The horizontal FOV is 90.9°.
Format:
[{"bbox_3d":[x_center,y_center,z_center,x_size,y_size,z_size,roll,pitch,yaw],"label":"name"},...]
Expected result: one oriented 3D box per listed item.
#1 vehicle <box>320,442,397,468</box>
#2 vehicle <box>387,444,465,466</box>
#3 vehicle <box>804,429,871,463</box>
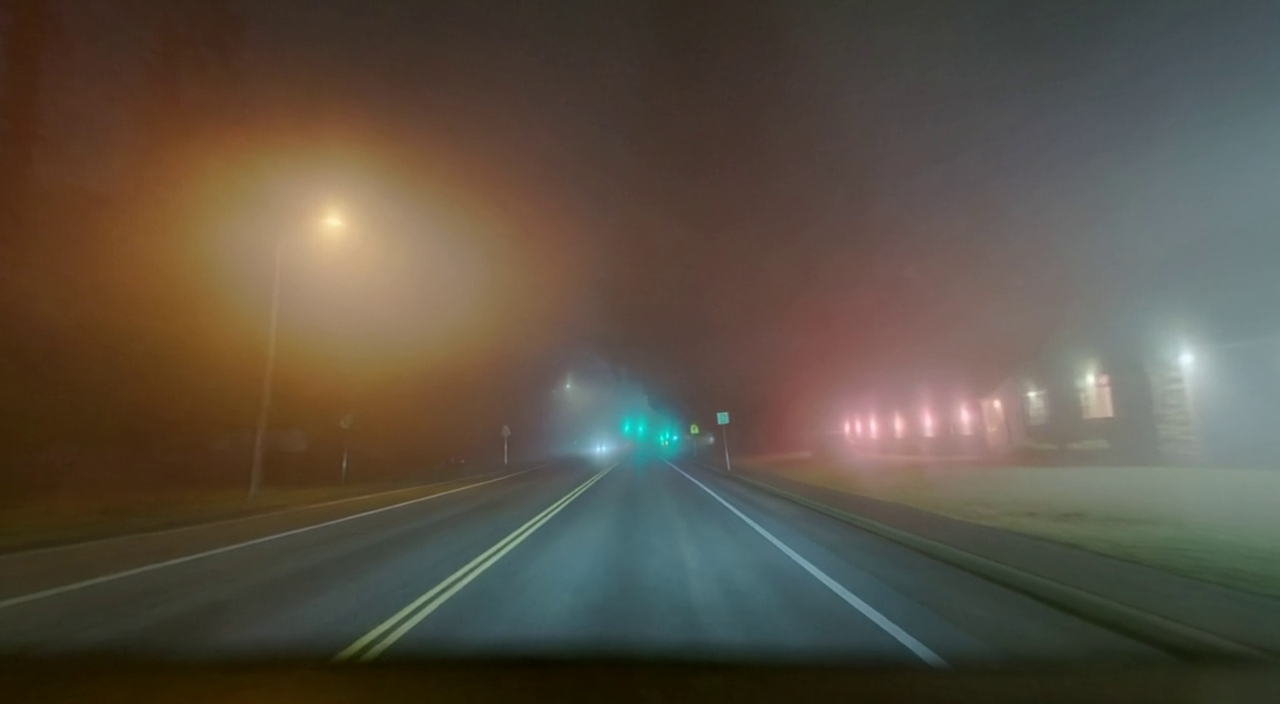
[{"bbox_3d":[-18.900,6.923,42.449,4.233,1.623,1.943,0,-8,1],"label":"vehicle"},{"bbox_3d":[-15.072,7.275,44.604,4.787,1.474,1.967,-1,-8,3],"label":"vehicle"},{"bbox_3d":[9.776,4.716,31.572,1.805,1.571,4.467,0,-9,-2],"label":"vehicle"}]
